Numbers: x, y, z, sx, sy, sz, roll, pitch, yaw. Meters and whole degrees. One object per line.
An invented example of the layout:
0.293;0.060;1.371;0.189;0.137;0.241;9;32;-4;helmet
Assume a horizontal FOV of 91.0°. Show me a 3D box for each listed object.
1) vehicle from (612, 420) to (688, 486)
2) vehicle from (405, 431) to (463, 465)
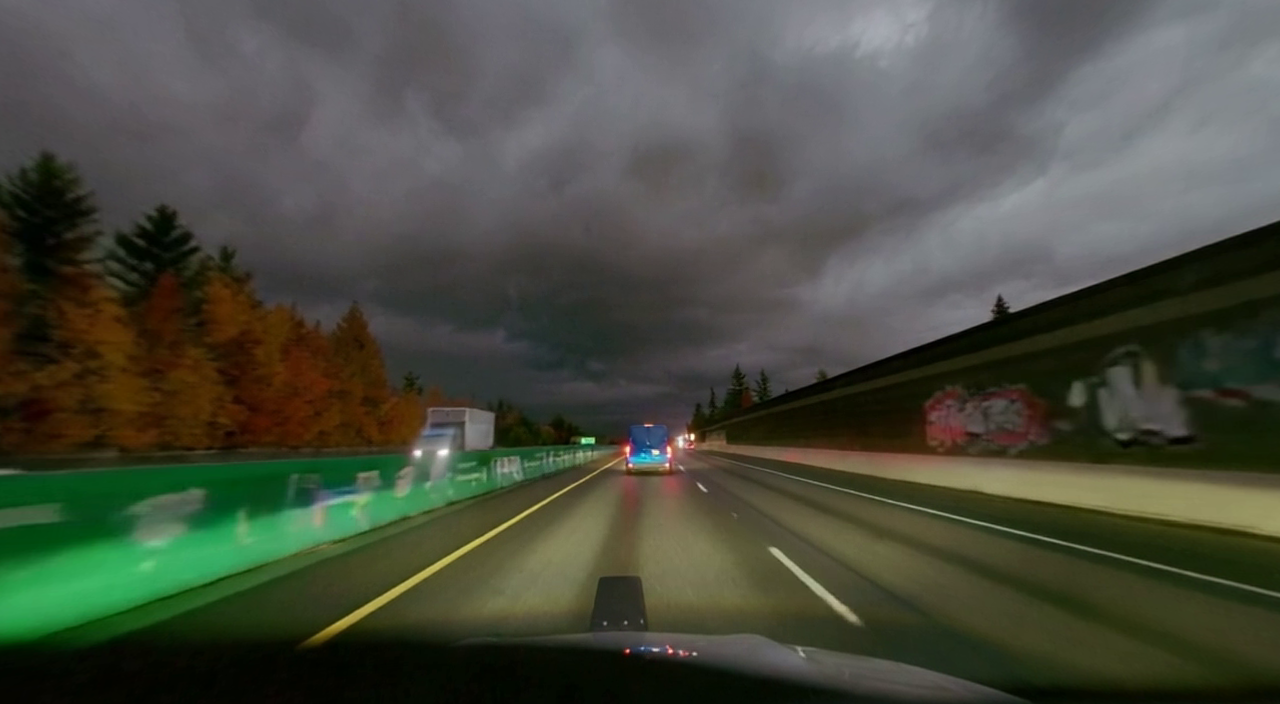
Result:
0.291;3.335;21.076;2.283;1.956;4.421;0;-8;0;vehicle
-16.241;7.596;49.880;2.401;2.471;5.918;0;-8;2;vehicle
